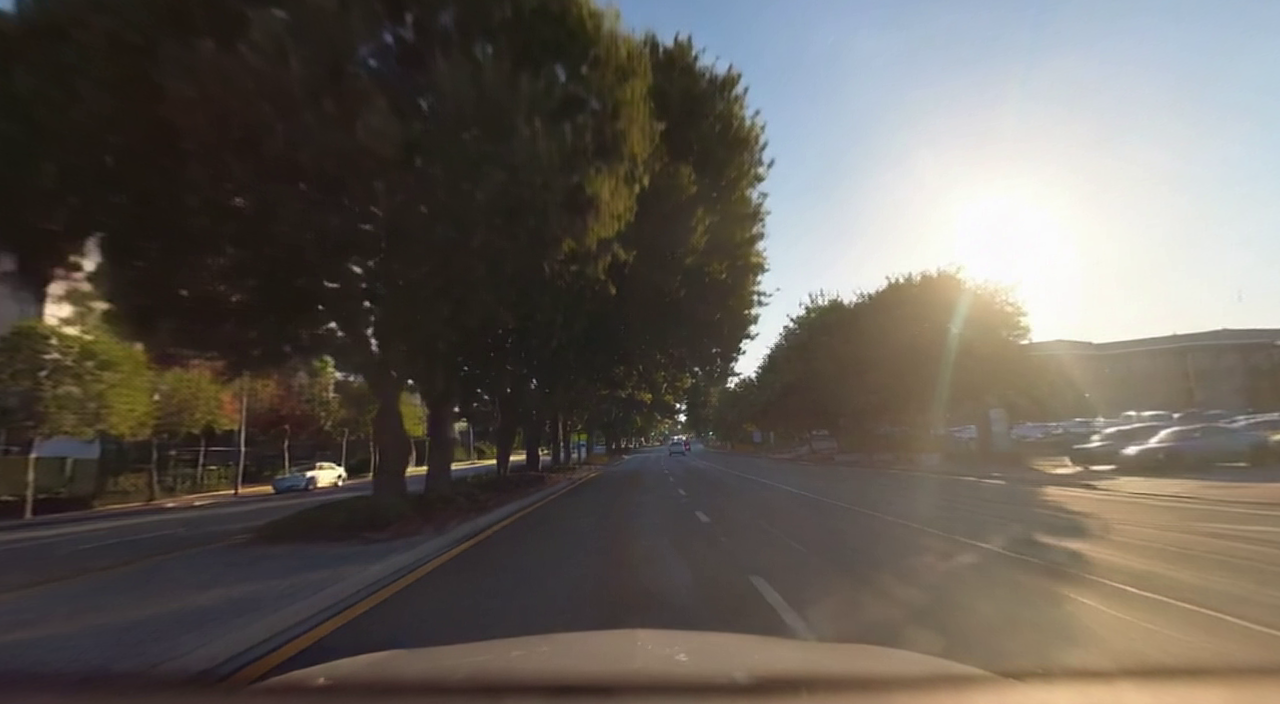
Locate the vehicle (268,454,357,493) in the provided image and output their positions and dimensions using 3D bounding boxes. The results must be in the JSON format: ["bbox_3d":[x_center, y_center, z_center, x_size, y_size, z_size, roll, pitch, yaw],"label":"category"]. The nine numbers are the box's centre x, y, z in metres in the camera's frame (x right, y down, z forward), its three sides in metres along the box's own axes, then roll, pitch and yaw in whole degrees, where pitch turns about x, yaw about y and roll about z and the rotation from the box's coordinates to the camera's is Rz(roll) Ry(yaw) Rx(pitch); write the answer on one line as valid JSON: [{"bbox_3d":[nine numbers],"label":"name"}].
[{"bbox_3d":[-15.927,5.904,31.009,1.975,1.629,4.491,0,-8,0],"label":"vehicle"}]
